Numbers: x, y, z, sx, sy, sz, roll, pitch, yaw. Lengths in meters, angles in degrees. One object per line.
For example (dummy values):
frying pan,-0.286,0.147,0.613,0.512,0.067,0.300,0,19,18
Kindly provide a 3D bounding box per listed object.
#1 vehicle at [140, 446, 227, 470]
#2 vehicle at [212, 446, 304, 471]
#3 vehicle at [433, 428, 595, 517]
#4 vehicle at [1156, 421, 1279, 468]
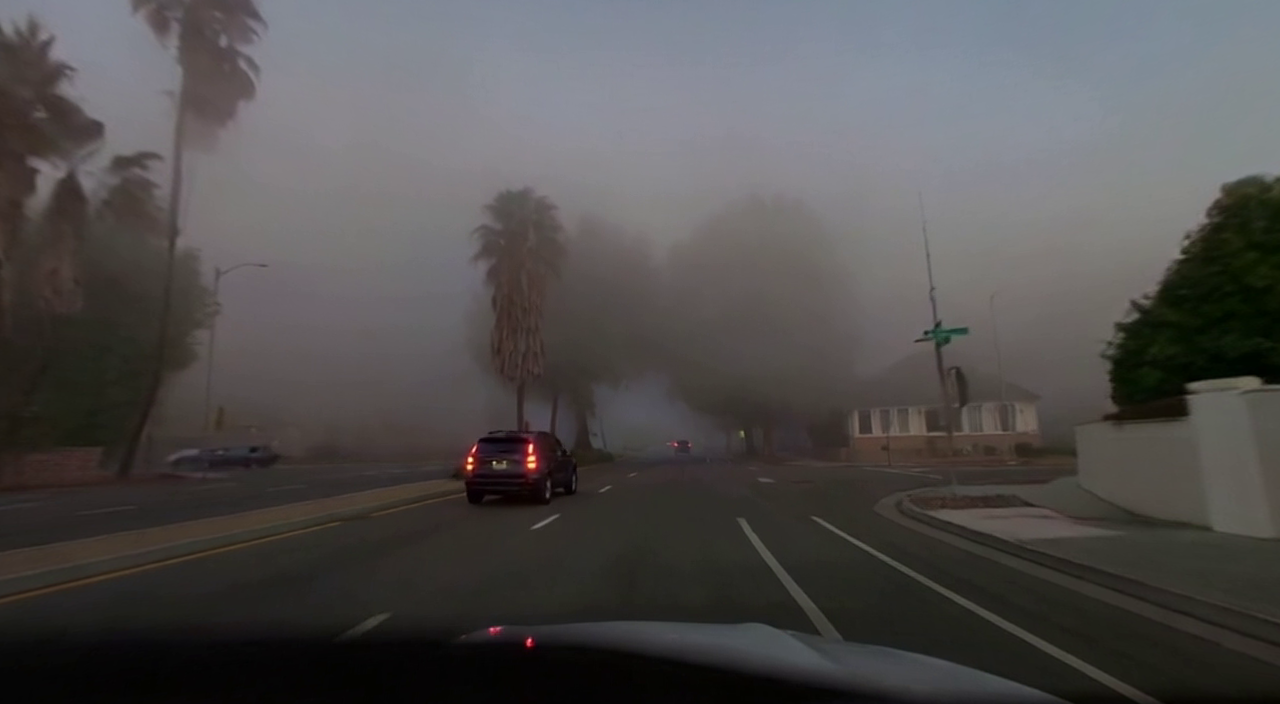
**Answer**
vehicle,-29.714,6.878,41.033,4.447,1.484,1.845,-1,-8,8
vehicle,-24.133,6.711,39.894,4.776,1.491,1.991,-2,-8,10
vehicle,-2.335,2.405,13.185,2.075,1.498,4.730,-1,-8,5
vehicle,20.083,3.053,20.731,4.318,1.451,1.915,-3,-9,21
